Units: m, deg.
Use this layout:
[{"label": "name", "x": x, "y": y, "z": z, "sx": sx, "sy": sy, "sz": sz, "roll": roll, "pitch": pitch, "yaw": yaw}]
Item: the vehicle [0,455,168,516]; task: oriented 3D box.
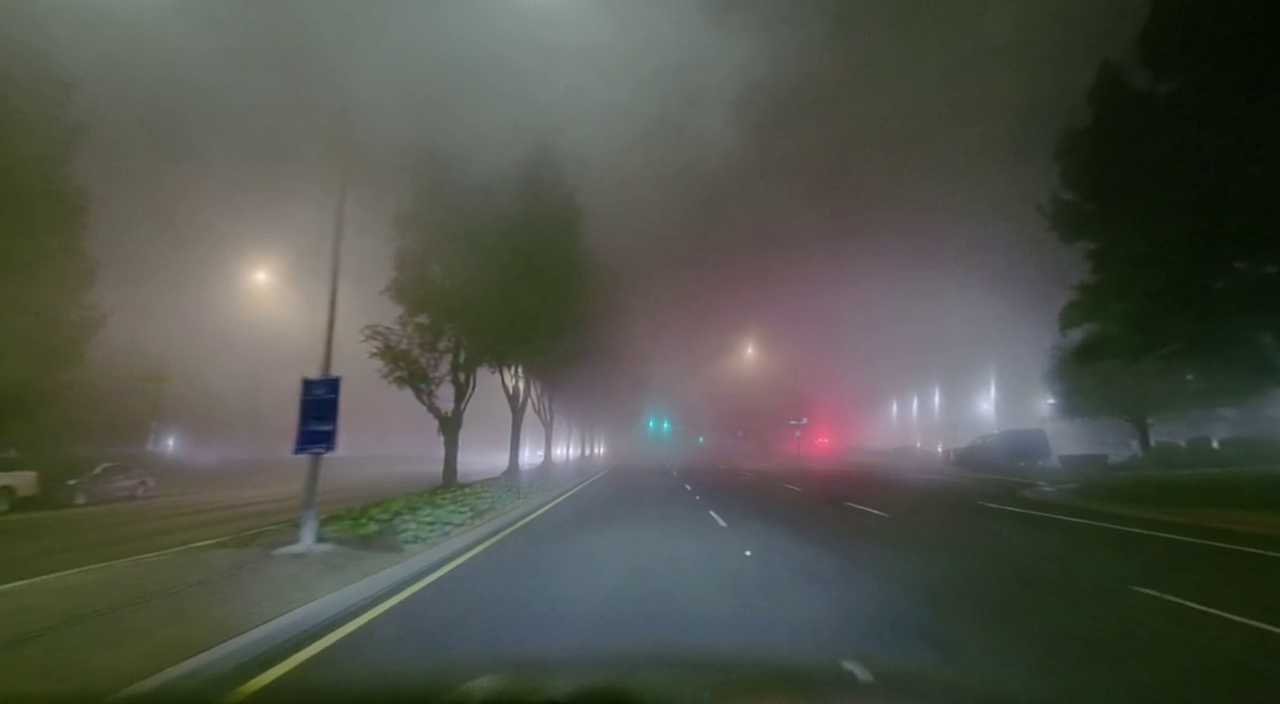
[{"label": "vehicle", "x": -18.193, "y": 4.344, "z": 20.910, "sx": 1.808, "sy": 1.488, "sz": 4.202, "roll": -2, "pitch": -6, "yaw": 1}]

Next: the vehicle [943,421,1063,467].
[{"label": "vehicle", "x": 21.810, "y": 5.565, "z": 38.153, "sx": 5.506, "sy": 2.643, "sz": 2.681, "roll": 0, "pitch": -8, "yaw": 3}]
